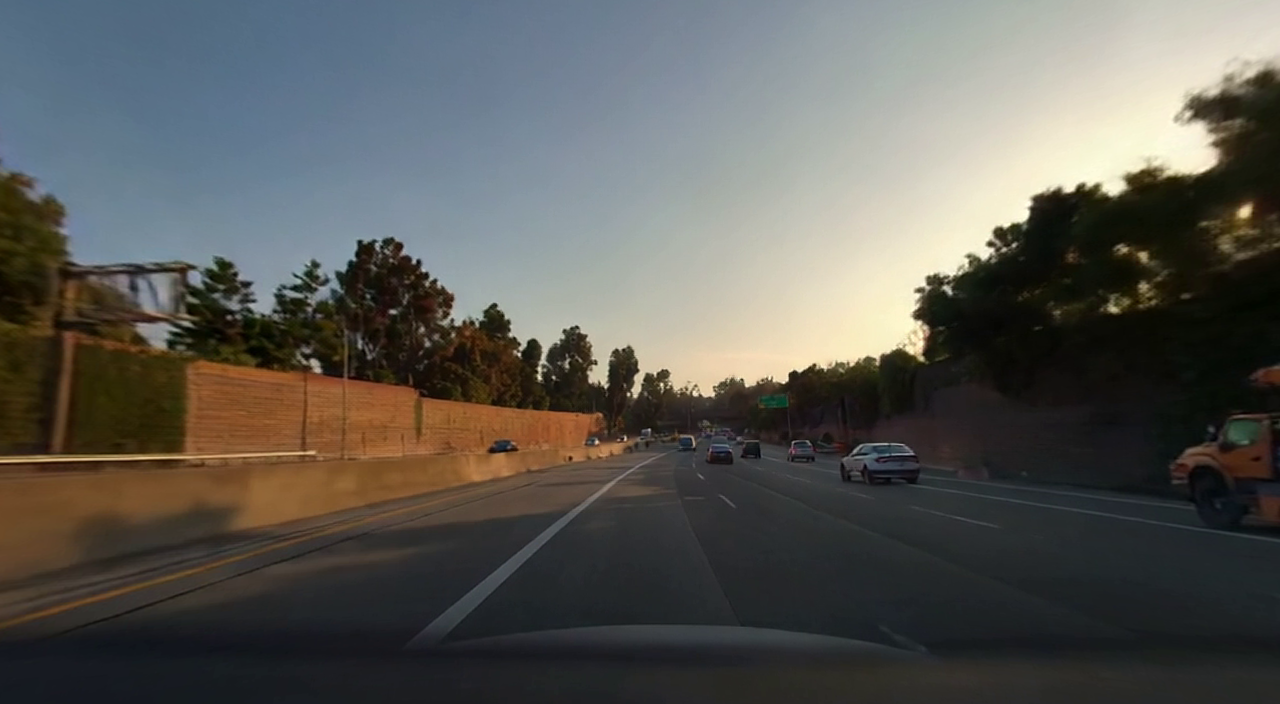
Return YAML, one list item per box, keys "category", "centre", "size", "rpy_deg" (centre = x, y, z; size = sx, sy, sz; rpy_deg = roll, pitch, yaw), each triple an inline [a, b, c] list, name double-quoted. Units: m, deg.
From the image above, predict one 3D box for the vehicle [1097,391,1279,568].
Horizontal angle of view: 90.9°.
- category: "vehicle"
  centre: [8.126, 1.390, 6.839]
  size: [2.188, 1.924, 5.511]
  rpy_deg: [0, -8, 0]

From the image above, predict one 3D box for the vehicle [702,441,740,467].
- category: "vehicle"
  centre: [4.946, 6.287, 39.081]
  size: [1.926, 1.477, 4.080]
  rpy_deg: [0, -8, 2]
